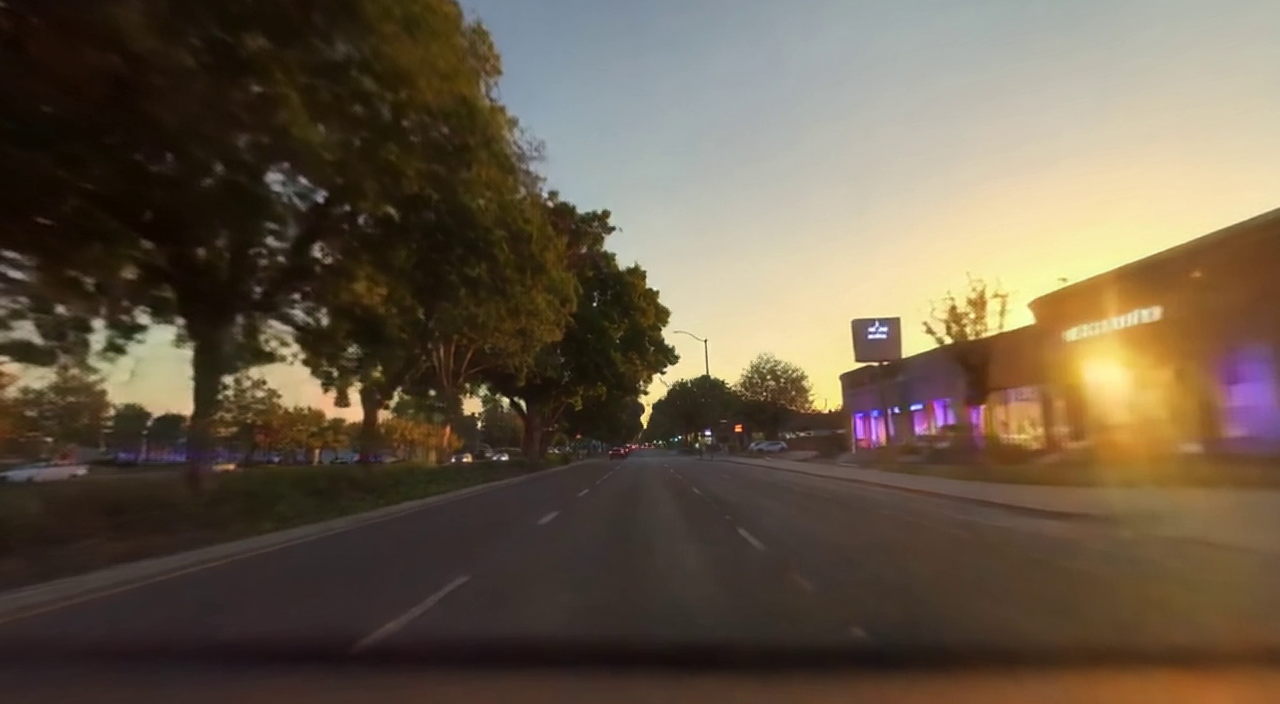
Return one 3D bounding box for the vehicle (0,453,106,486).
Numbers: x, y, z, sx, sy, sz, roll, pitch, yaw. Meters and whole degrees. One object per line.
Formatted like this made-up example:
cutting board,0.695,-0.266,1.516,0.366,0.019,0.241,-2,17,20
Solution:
vehicle,-35.253,6.951,37.630,4.912,1.775,1.996,8,-11,-42
